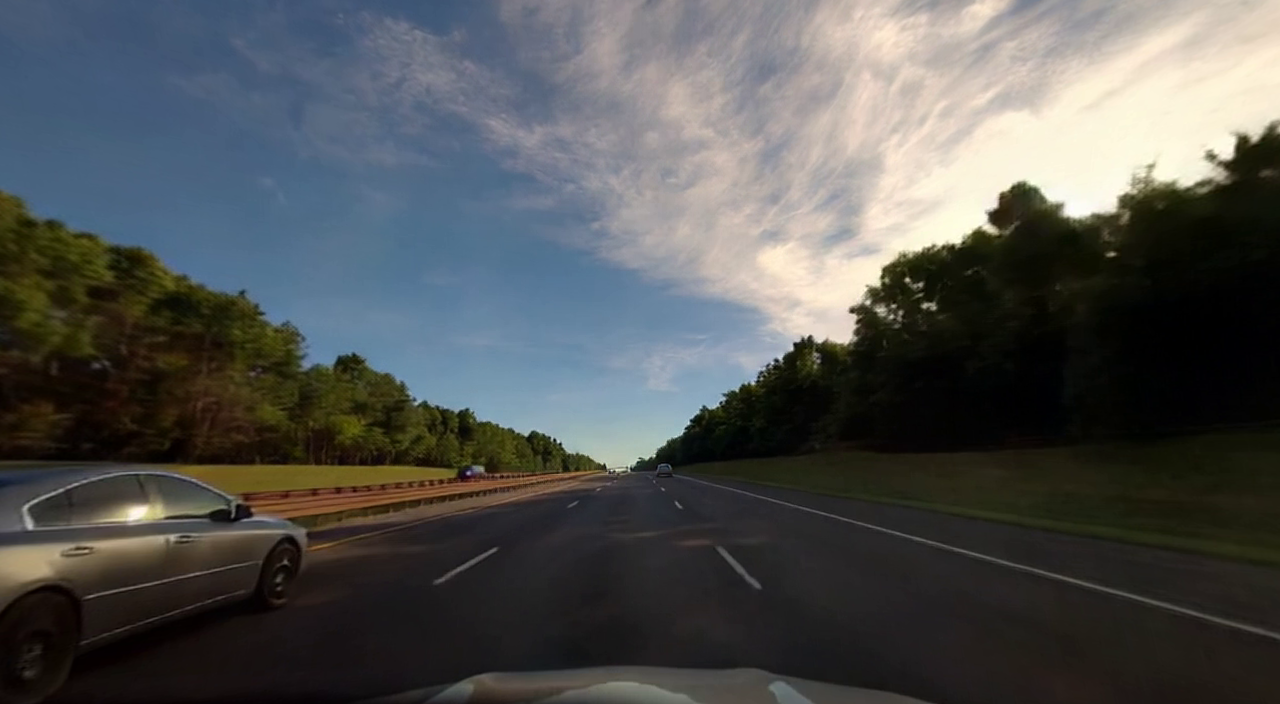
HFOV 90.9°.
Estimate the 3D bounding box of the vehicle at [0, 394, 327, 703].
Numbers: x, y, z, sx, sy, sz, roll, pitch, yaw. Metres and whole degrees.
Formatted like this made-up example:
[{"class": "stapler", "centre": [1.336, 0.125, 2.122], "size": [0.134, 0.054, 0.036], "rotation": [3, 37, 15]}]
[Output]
[{"class": "vehicle", "centre": [-4.096, 1.141, 3.799], "size": [1.928, 1.593, 4.871], "rotation": [1, -10, -1]}]
